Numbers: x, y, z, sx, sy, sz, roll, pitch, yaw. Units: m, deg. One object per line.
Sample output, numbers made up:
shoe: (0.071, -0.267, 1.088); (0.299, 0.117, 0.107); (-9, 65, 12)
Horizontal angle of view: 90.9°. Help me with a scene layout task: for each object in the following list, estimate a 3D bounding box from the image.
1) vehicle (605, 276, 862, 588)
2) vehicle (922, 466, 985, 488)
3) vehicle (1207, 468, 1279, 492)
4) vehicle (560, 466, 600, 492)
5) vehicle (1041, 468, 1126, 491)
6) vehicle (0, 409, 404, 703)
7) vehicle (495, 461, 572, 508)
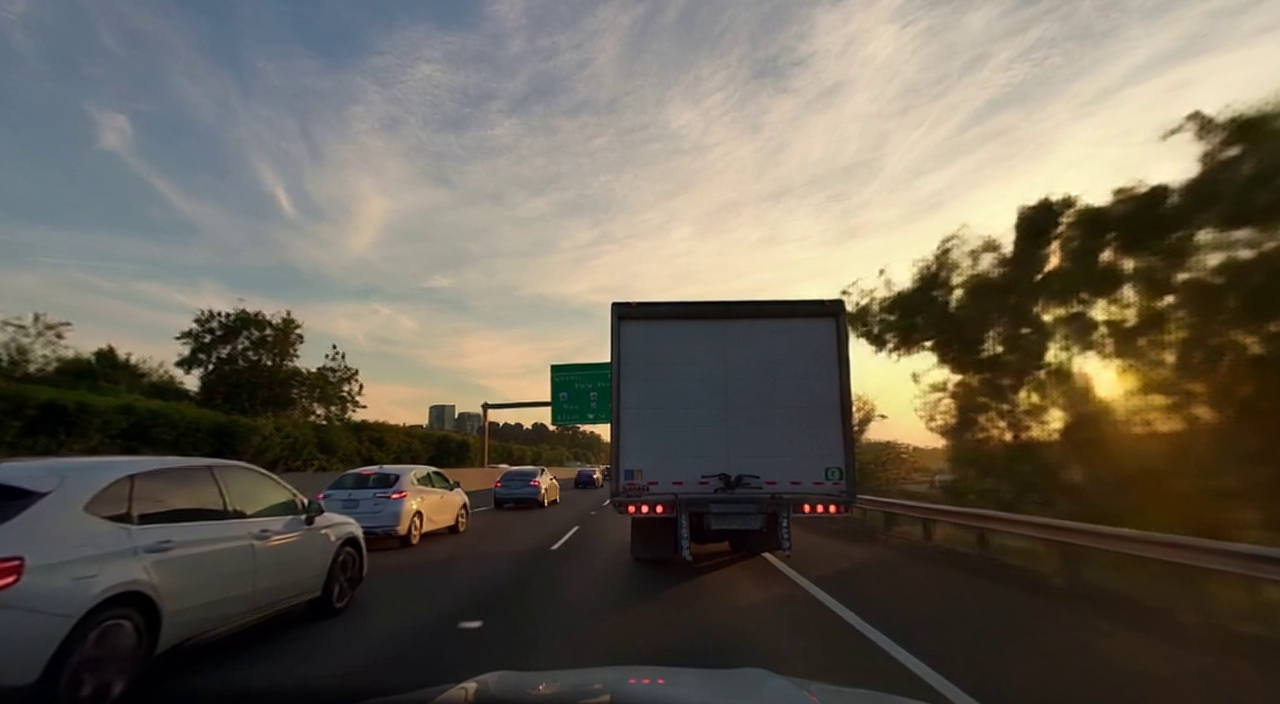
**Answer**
vehicle: (0.944, 1.646, 11.514); (2.831, 3.529, 8.689); (1, -11, -1)
vehicle: (23.566, 9.377, 47.352); (4.107, 1.485, 1.796); (-5, -12, 28)
vehicle: (40.582, 8.500, 41.941); (3.974, 1.485, 1.709); (1, -11, -1)
vehicle: (-3.477, 7.484, 37.278); (1.867, 1.418, 3.670); (0, -11, 2)
vehicle: (30.196, 8.677, 43.046); (4.299, 1.465, 1.807); (-2, -11, 15)
vehicle: (-3.501, 1.293, 4.158); (1.983, 1.509, 4.679); (0, -11, 1)
vehicle: (-3.754, 4.801, 23.065); (1.964, 1.482, 4.371); (0, -11, 1)
